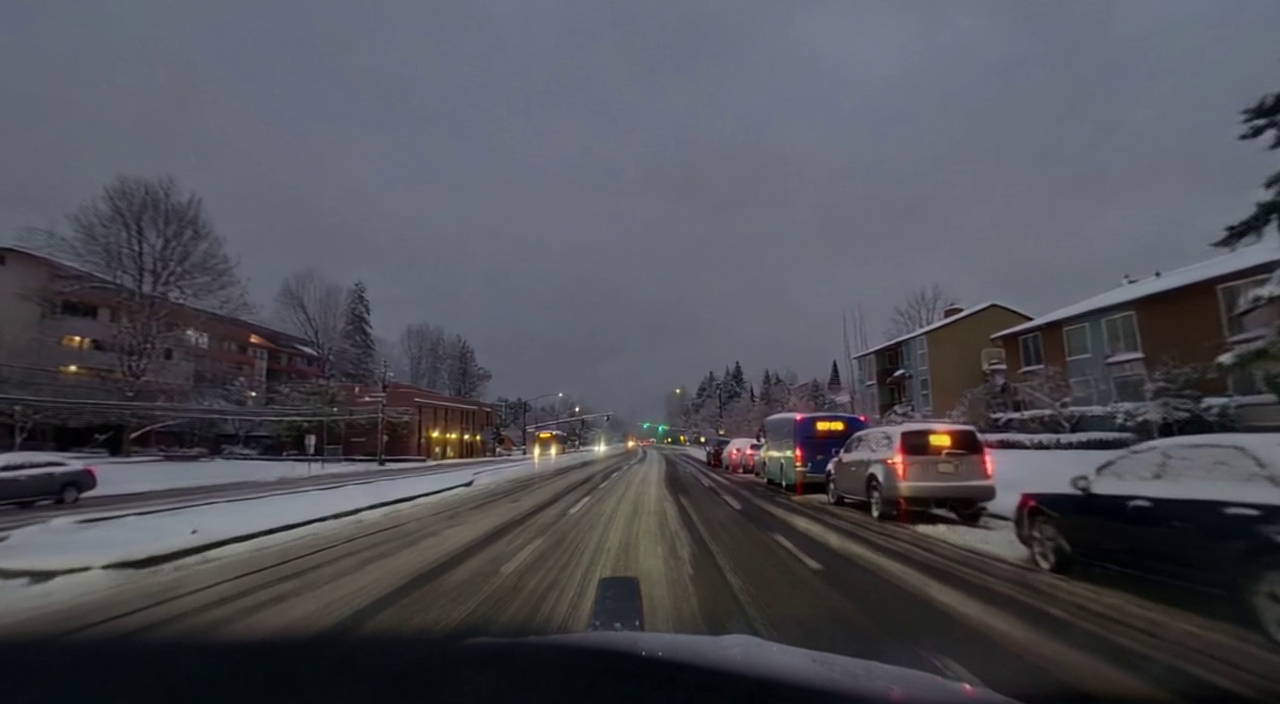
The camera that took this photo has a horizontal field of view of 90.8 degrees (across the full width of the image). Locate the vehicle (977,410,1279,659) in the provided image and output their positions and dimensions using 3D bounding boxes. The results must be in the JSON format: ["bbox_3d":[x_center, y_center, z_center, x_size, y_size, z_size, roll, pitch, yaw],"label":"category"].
[{"bbox_3d":[4.799,1.240,4.845,1.973,1.465,4.440,-1,-8,0],"label":"vehicle"}]

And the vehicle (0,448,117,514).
[{"bbox_3d":[-18.978,3.823,18.970,2.166,1.804,4.897,-1,-8,3],"label":"vehicle"}]

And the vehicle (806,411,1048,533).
[{"bbox_3d":[4.810,2.100,11.607,2.304,1.760,4.630,-1,-8,1],"label":"vehicle"}]
